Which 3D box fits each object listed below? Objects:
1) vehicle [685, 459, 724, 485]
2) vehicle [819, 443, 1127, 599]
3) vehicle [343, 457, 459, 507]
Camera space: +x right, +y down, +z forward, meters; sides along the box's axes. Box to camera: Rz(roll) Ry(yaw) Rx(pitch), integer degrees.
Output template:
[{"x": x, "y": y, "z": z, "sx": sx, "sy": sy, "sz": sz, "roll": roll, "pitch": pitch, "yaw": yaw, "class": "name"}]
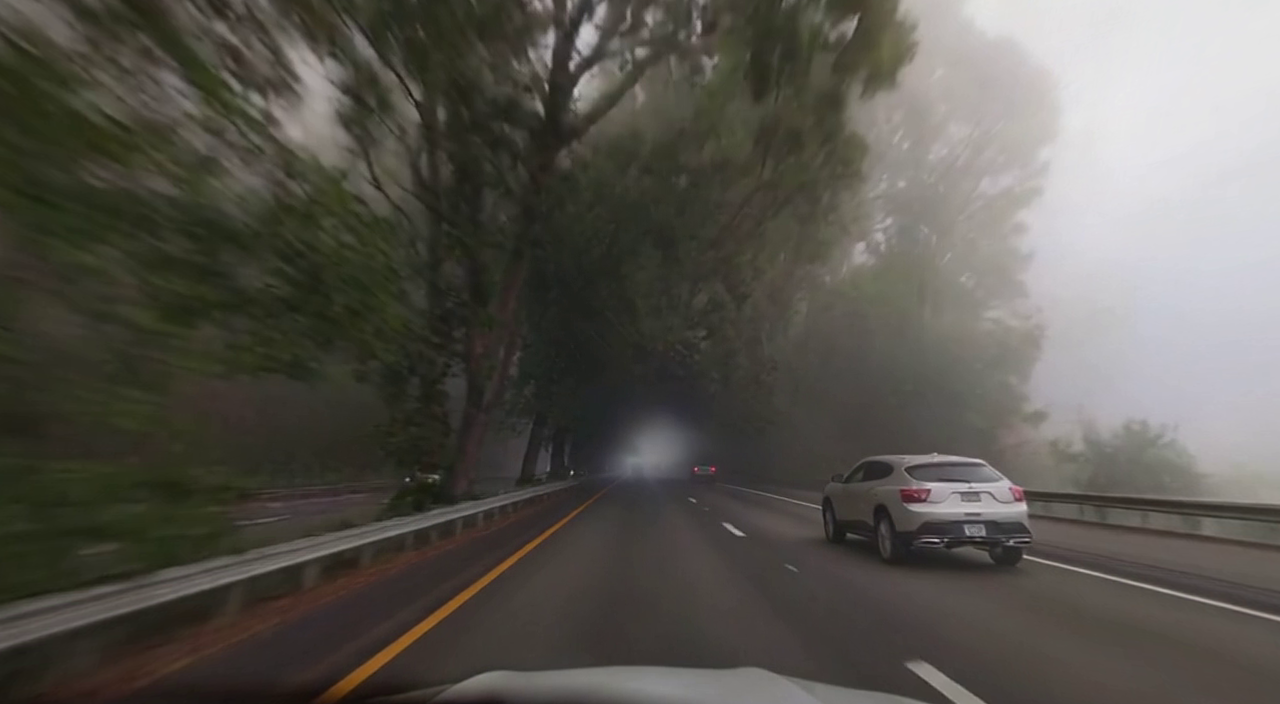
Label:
[{"x": 4.122, "y": 7.826, "z": 41.022, "sx": 2.156, "sy": 1.569, "sz": 3.821, "roll": 1, "pitch": -10, "yaw": 0, "class": "vehicle"}, {"x": 3.863, "y": 2.038, "z": 8.257, "sx": 1.825, "sy": 1.494, "sz": 3.959, "roll": 1, "pitch": -10, "yaw": 0, "class": "vehicle"}, {"x": -8.018, "y": 4.420, "z": 21.678, "sx": 2.206, "sy": 1.513, "sz": 4.401, "roll": 1, "pitch": -10, "yaw": 1, "class": "vehicle"}]
